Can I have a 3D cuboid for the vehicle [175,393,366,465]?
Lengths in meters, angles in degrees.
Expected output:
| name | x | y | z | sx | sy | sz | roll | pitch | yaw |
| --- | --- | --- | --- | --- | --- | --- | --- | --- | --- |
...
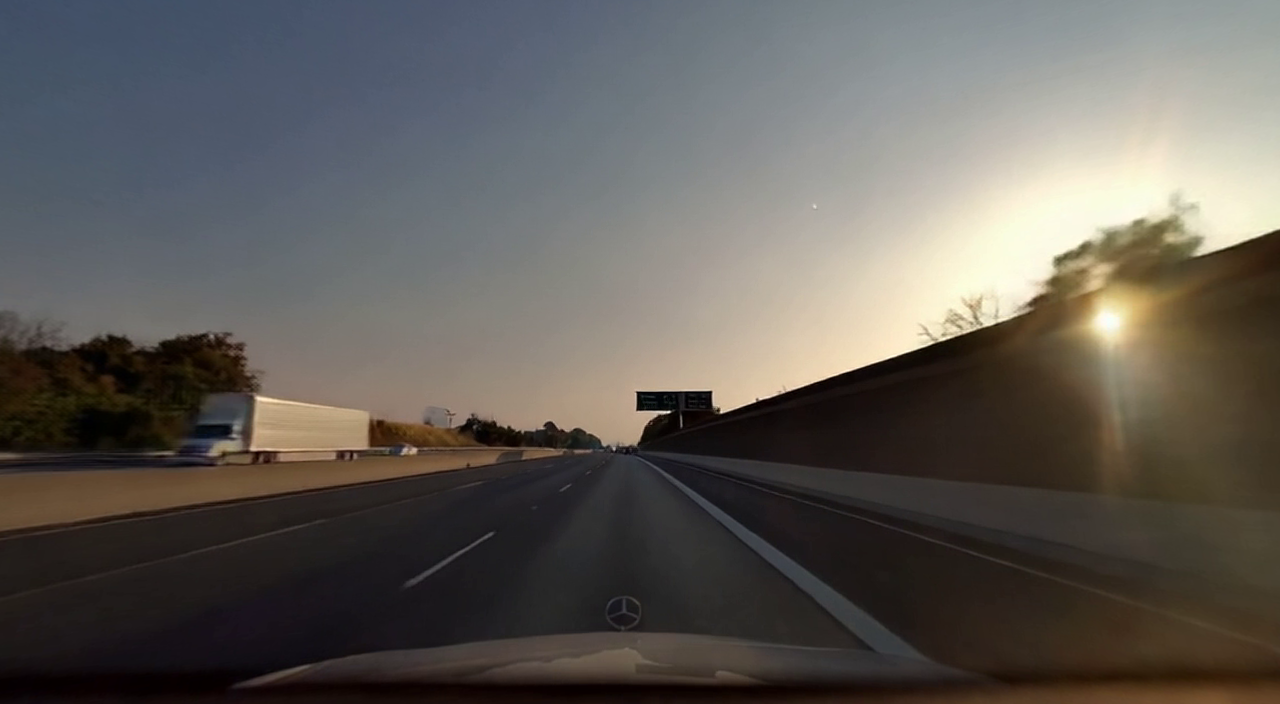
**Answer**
| name | x | y | z | sx | sy | sz | roll | pitch | yaw |
| --- | --- | --- | --- | --- | --- | --- | --- | --- | --- |
| vehicle | -24.562 | 5.699 | 44.417 | 2.765 | 3.968 | 18.709 | 0 | -9 | -2 |
